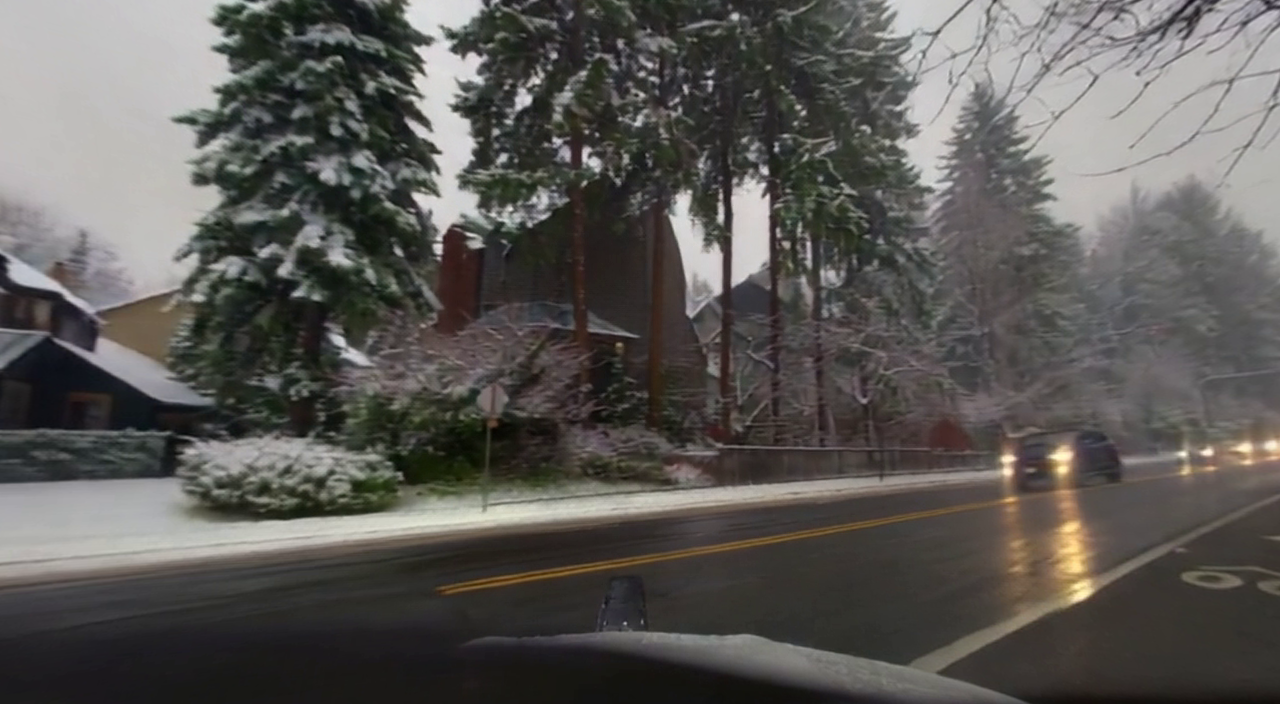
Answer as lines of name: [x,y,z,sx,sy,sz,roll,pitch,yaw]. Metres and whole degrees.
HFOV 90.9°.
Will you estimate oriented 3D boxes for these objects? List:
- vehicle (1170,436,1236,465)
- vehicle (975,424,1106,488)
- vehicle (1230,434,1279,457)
vehicle: [31.585,5.501,35.304,4.222,1.498,1.906,7,-11,-38]
vehicle: [13.041,3.342,20.433,4.528,1.835,2.089,7,-11,-38]
vehicle: [48.586,7.378,49.720,4.755,1.691,2.167,7,-11,-38]
